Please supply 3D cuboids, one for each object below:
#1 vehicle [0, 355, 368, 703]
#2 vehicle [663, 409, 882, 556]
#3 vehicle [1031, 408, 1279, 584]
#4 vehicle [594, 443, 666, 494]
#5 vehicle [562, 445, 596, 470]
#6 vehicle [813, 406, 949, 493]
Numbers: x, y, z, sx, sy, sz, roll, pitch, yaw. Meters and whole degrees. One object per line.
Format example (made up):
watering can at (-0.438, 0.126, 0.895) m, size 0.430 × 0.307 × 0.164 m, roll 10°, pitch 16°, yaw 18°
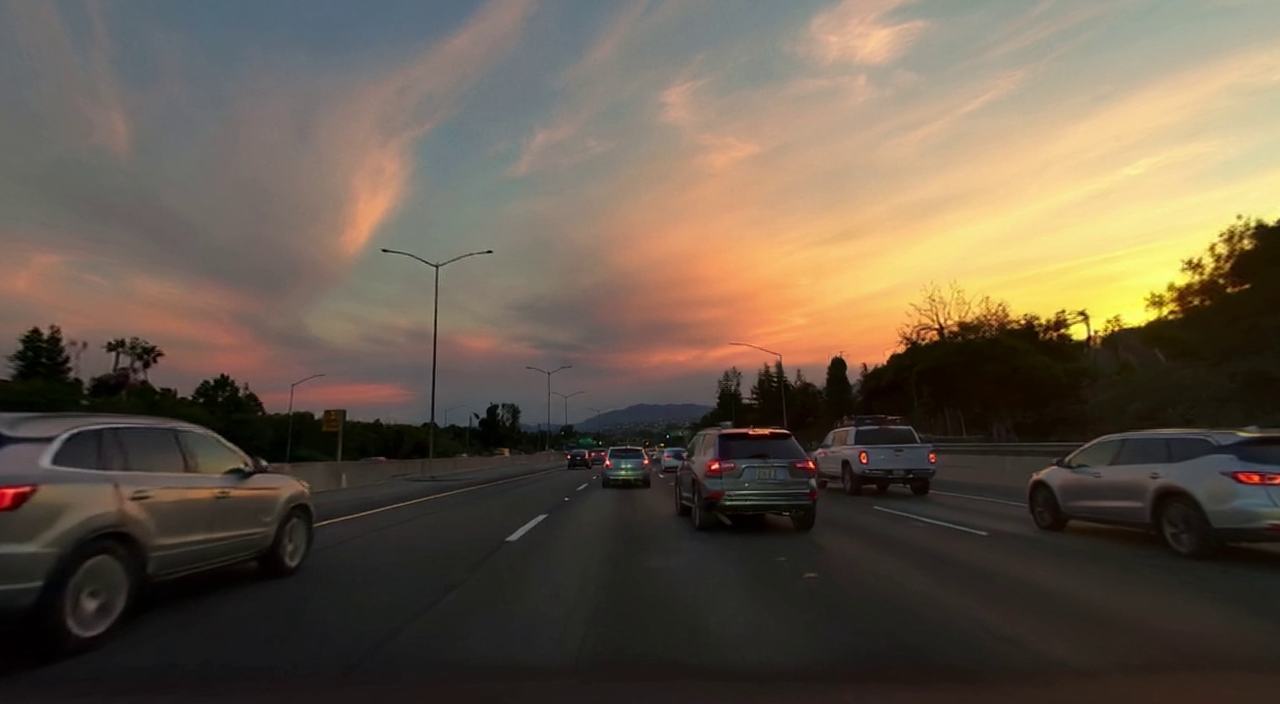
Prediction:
vehicle at (-4.272, 1.188, 5.063) m, size 2.047 × 1.755 × 4.638 m, roll 0°, pitch -9°, yaw 0°
vehicle at (1.677, 1.874, 9.625) m, size 2.230 × 1.740 × 3.976 m, roll 1°, pitch -9°, yaw -4°
vehicle at (7.039, 1.590, 7.401) m, size 1.972 × 1.647 × 4.429 m, roll 0°, pitch -9°, yaw -1°
vehicle at (-0.272, 3.810, 20.883) m, size 2.157 × 1.495 × 4.038 m, roll 0°, pitch -9°, yaw 1°
vehicle at (-4.163, 7.264, 43.428) m, size 1.889 × 1.600 × 4.043 m, roll 0°, pitch -9°, yaw 1°
vehicle at (7.855, 3.299, 21.393) m, size 2.390 × 2.503 × 5.788 m, roll 0°, pitch -9°, yaw 1°
